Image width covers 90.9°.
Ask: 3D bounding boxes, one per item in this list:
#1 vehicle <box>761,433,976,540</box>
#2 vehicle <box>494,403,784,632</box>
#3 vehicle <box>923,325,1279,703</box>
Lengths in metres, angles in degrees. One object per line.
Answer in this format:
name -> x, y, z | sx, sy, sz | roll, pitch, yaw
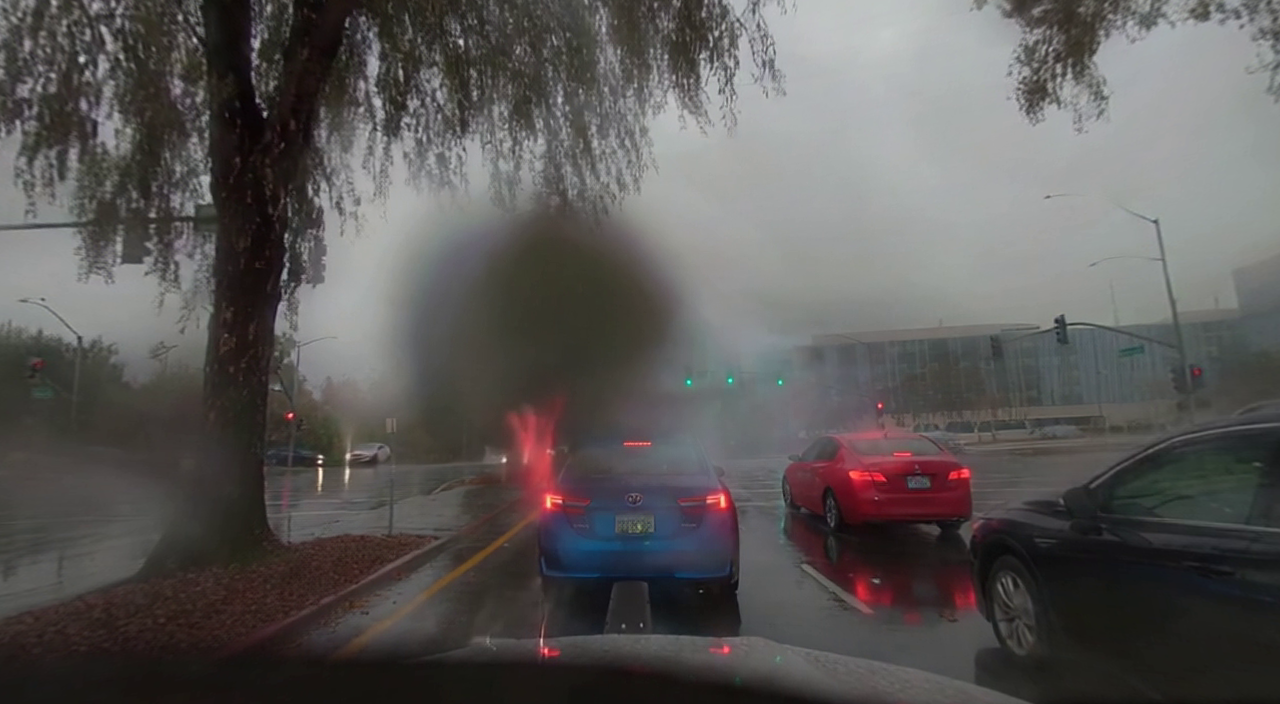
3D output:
vehicle -> 3.686, 2.259, 11.301 | 2.054, 1.482, 4.654 | 0, -9, -1
vehicle -> -0.024, 1.478, 6.503 | 2.074, 1.631, 3.793 | 0, -9, 0
vehicle -> 3.717, 0.934, 3.426 | 2.162, 1.829, 4.519 | 0, -9, -1
